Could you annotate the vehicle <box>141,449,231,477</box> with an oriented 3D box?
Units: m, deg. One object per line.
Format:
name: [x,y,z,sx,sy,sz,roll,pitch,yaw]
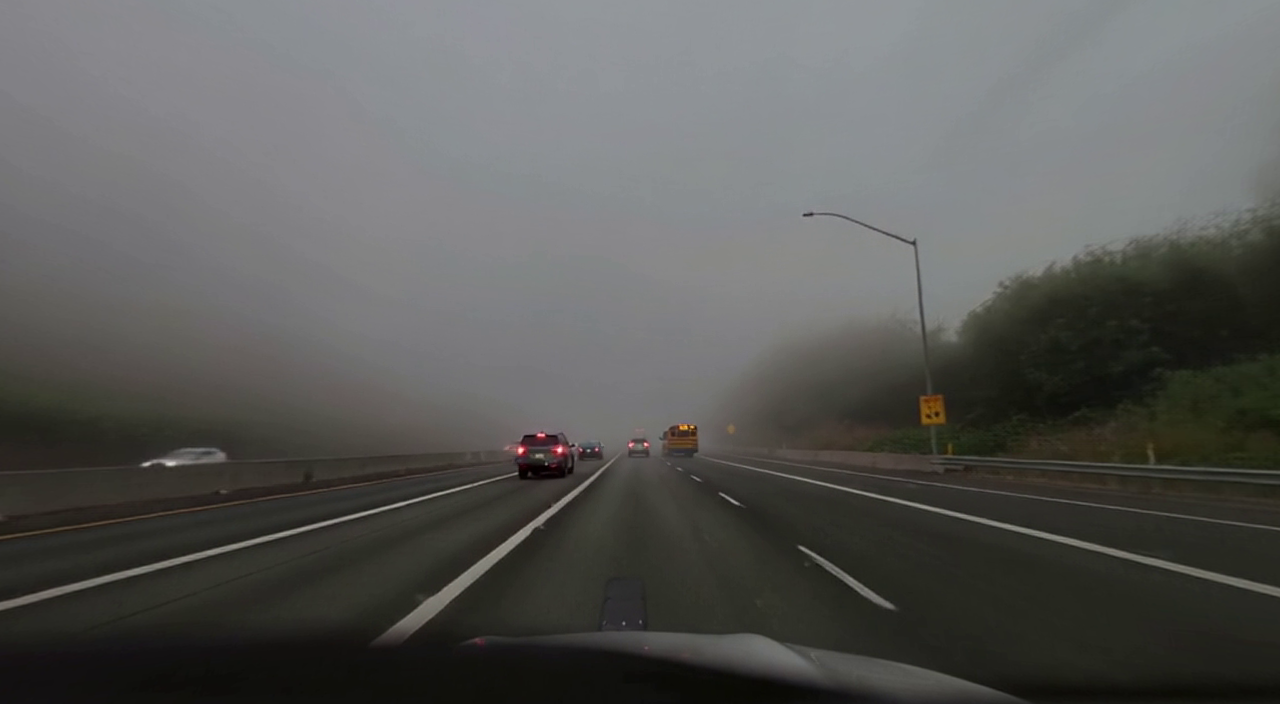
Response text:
vehicle: [-26.873,6.560,37.555,1.955,1.497,4.582,0,-8,-1]

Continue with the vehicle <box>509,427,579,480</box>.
vehicle: [-3.655,3.968,24.837,2.016,1.898,4.458,0,-8,1]

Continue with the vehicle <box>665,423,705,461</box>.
vehicle: [3.474,7.139,49.938,2.573,2.828,6.754,0,-8,0]

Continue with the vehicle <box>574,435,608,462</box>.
vehicle: [-3.492,7.061,46.021,2.155,1.843,4.567,0,-8,0]
